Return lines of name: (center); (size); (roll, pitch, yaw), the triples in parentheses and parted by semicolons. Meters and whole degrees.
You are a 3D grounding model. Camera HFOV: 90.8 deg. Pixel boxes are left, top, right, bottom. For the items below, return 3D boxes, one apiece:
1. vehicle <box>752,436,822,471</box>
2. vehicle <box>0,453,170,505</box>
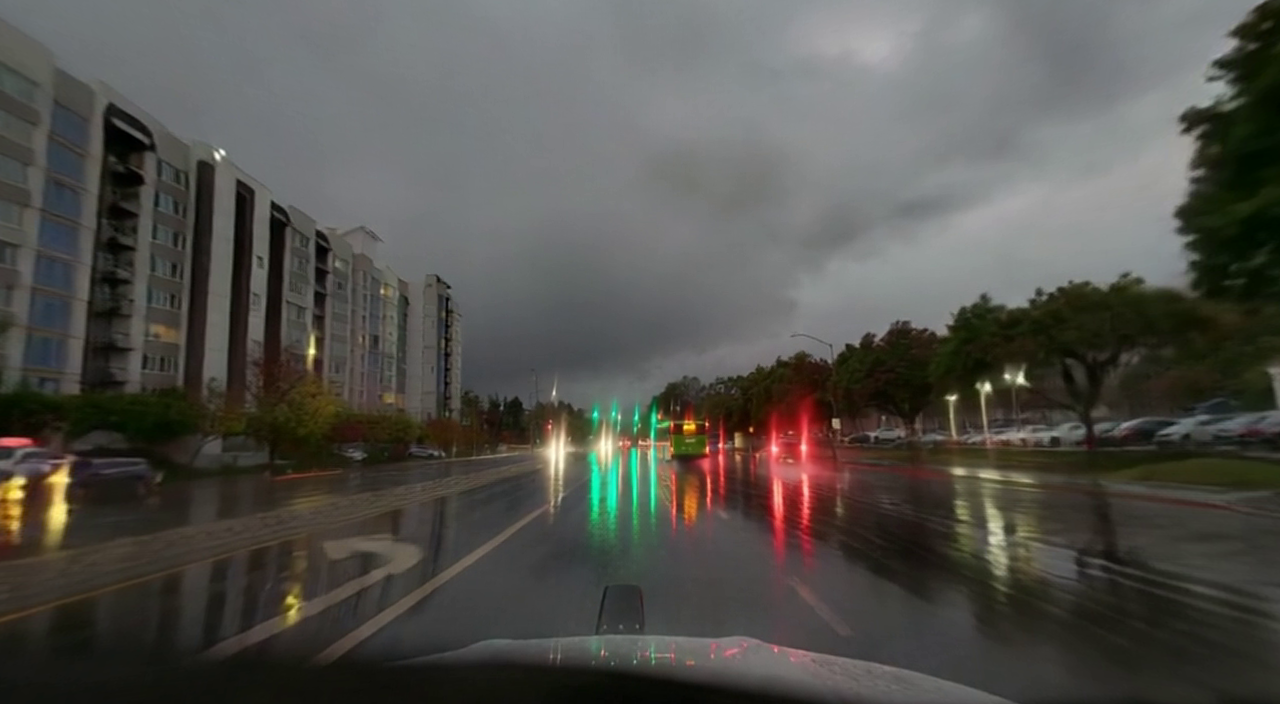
vehicle: (6.590, 4.618, 28.801); (1.992, 1.447, 4.414); (1, -9, -2)
vehicle: (-18.645, 4.204, 21.434); (1.861, 1.499, 4.605); (0, -9, -1)
